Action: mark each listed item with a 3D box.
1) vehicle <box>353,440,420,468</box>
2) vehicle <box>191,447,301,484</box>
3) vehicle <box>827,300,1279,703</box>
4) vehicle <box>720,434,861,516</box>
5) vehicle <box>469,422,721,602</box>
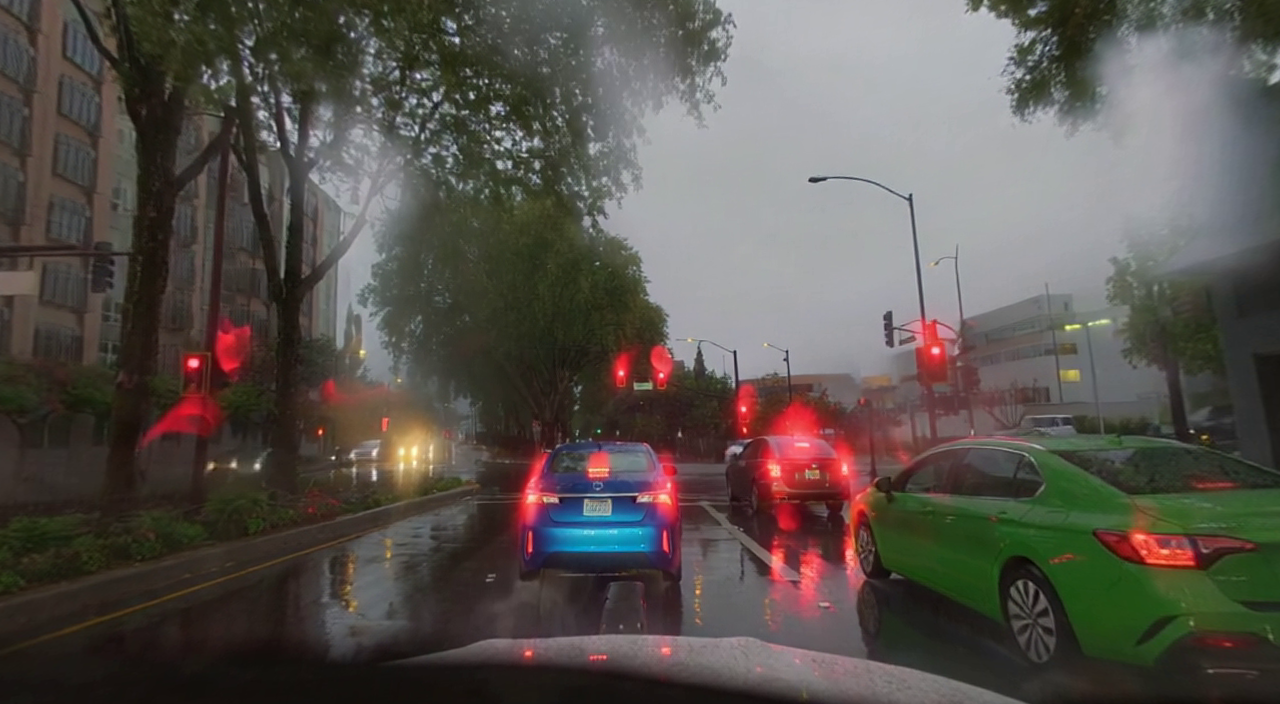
[{"bbox_3d":[-17.971,7.255,45.166,2.308,1.903,5.813,0,-8,0],"label":"vehicle"},{"bbox_3d":[-18.200,5.239,29.526,2.130,1.550,4.618,0,-8,1],"label":"vehicle"},{"bbox_3d":[3.575,1.111,5.061,2.572,1.945,5.065,0,-8,0],"label":"vehicle"},{"bbox_3d":[3.161,2.674,14.329,2.026,1.549,4.559,0,-8,-1],"label":"vehicle"},{"bbox_3d":[-0.407,1.653,7.396,2.143,1.520,3.848,0,-8,-1],"label":"vehicle"}]
